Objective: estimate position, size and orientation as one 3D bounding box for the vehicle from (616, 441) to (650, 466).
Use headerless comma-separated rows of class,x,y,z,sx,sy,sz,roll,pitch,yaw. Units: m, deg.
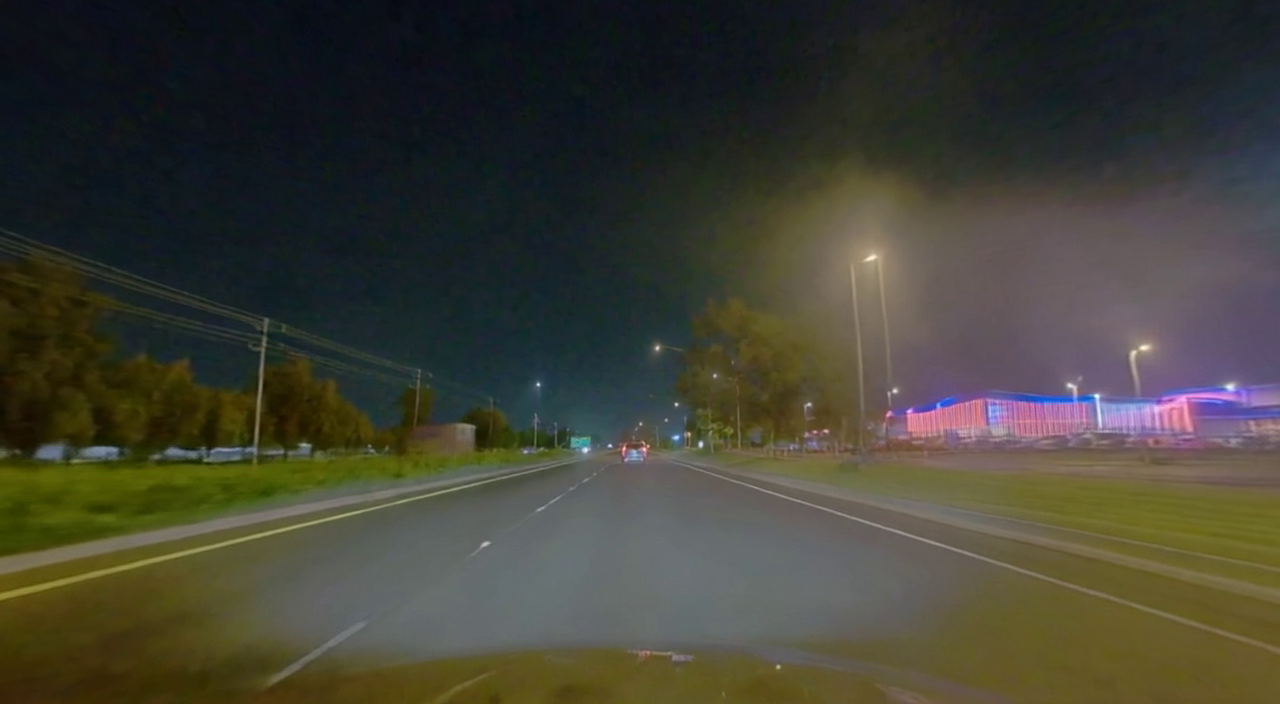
vehicle,-0.448,6.706,41.620,2.110,1.555,4.431,1,-9,0
